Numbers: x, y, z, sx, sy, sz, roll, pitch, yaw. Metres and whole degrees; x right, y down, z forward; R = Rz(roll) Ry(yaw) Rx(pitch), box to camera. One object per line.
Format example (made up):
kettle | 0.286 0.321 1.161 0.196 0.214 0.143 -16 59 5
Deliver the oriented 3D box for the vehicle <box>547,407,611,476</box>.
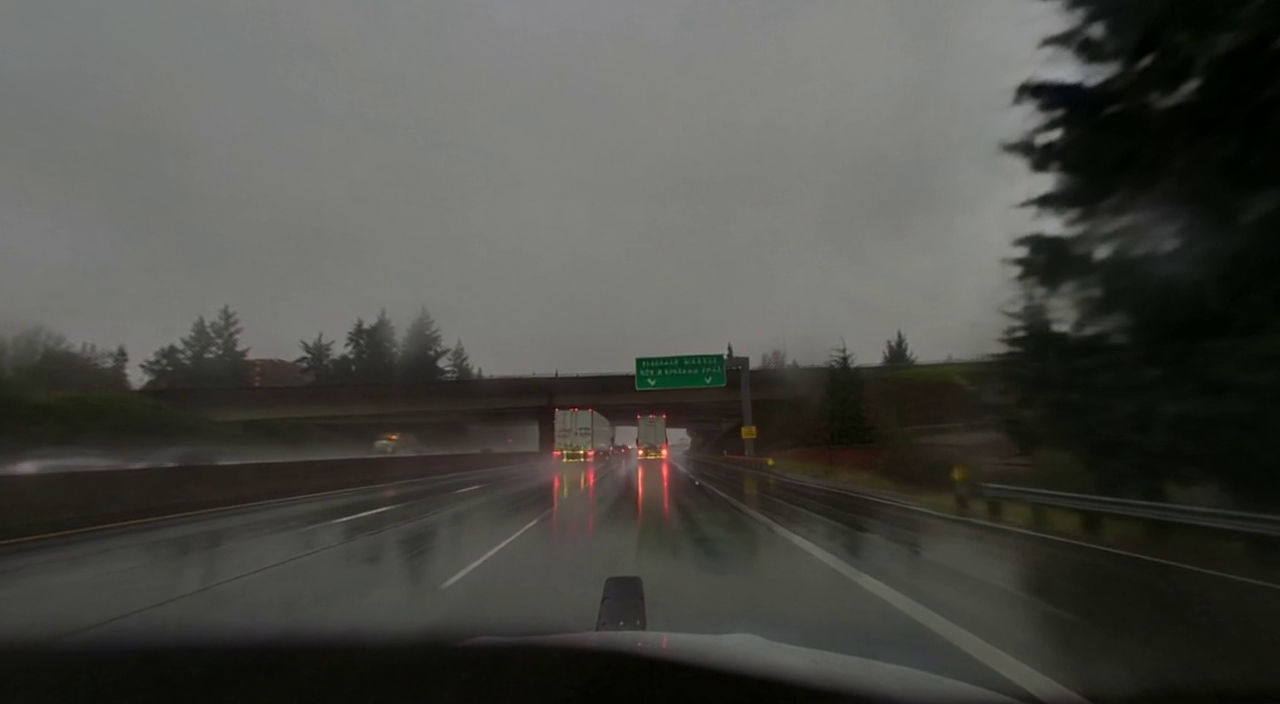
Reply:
vehicle | -3.079 4.836 33.783 2.696 3.266 7.062 0 -9 0
